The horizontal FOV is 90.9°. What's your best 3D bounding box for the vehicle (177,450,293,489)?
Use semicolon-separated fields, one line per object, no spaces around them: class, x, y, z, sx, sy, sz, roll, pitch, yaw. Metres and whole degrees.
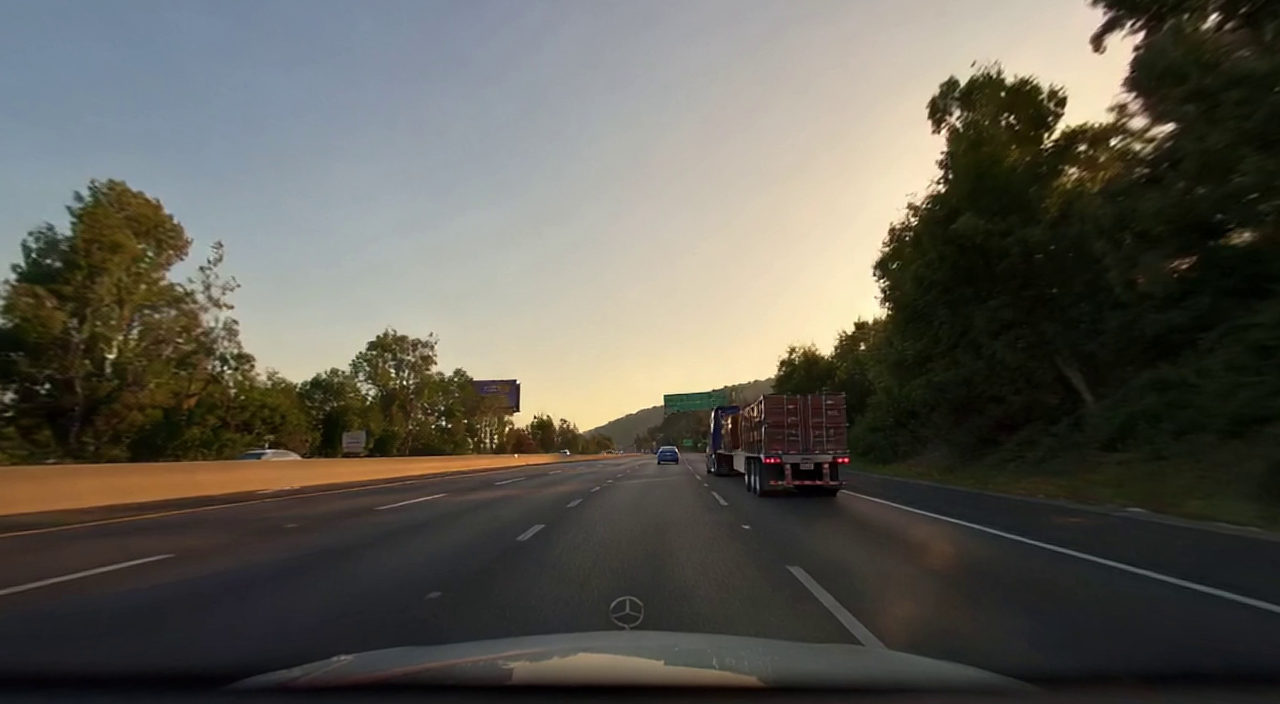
vehicle;-16.919;4.909;26.632;1.868;1.452;4.321;0;-8;3

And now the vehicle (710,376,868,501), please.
vehicle;4.828;3.560;25.471;2.917;3.179;18.723;0;-8;3

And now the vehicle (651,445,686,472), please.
vehicle;1.774;6.611;39.355;2.042;1.528;4.300;0;-8;3
